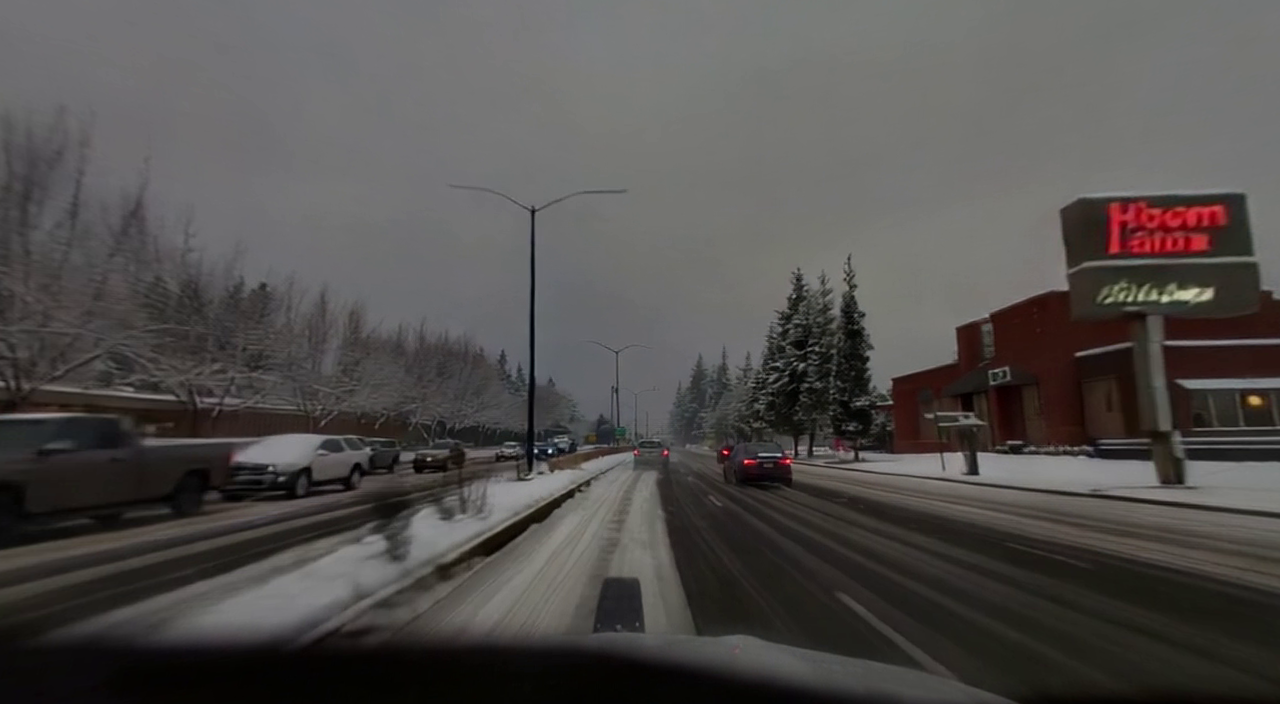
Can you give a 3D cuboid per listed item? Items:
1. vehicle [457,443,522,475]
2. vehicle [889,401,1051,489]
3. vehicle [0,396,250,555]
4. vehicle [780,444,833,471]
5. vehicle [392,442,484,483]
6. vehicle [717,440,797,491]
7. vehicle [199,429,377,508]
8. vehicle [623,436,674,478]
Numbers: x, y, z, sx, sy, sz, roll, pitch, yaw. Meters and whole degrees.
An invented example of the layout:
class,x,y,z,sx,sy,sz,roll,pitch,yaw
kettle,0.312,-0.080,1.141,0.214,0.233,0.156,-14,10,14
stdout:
class,x,y,z,sx,sy,sz,roll,pitch,yaw
vehicle,-7.465,5.362,31.893,2.007,1.443,4.447,0,-9,3
vehicle,12.098,3.532,23.989,2.790,2.897,6.326,0,-9,2
vehicle,-8.490,1.682,8.935,2.218,1.819,5.732,0,-9,1
vehicle,9.419,5.992,36.098,1.860,1.475,4.488,0,-9,1
vehicle,-7.860,4.343,25.093,1.992,1.465,4.458,-1,-9,3
vehicle,3.700,3.646,20.647,1.852,1.498,3.825,0,-9,0
vehicle,-8.742,2.921,16.275,1.934,1.713,4.441,0,-9,1
vehicle,0.440,4.650,28.202,2.101,1.694,3.979,0,-9,3
